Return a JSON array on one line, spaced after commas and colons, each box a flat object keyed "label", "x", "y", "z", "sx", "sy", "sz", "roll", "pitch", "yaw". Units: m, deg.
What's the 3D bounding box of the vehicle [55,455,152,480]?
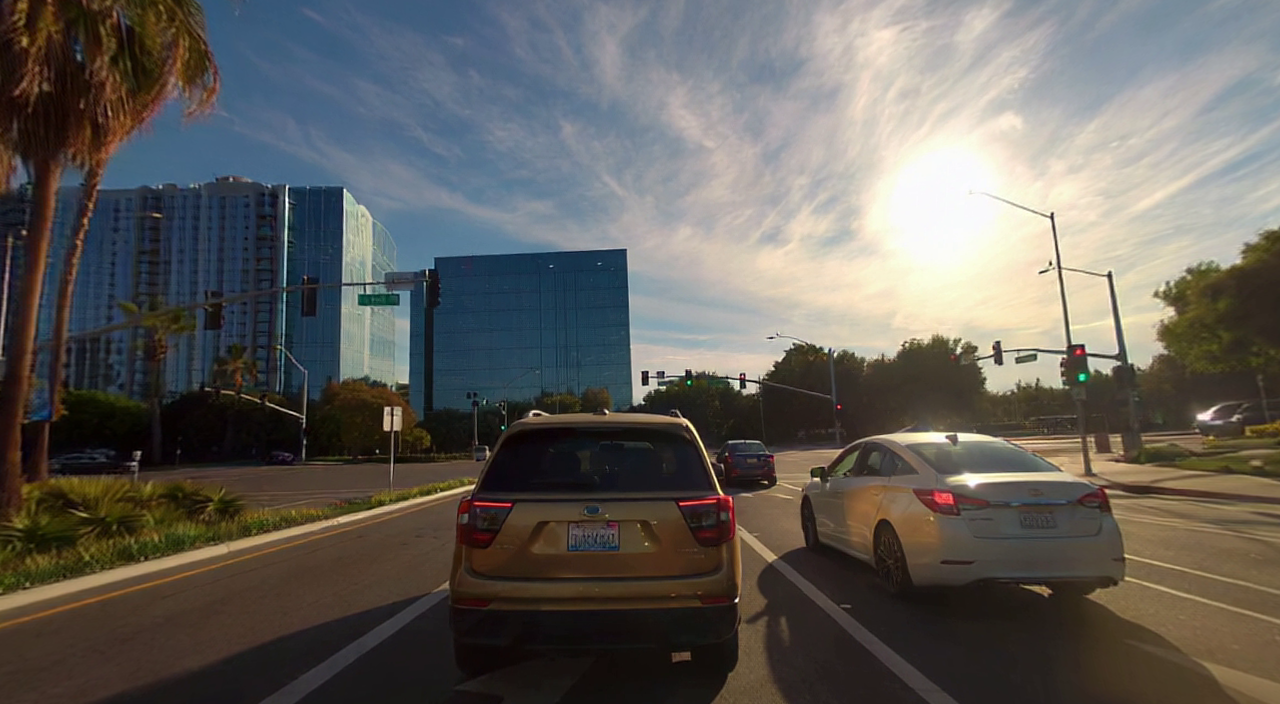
[{"label": "vehicle", "x": -40.222, "y": 8.628, "z": 47.119, "sx": 5.347, "sy": 1.785, "sz": 2.123, "roll": 0, "pitch": -8, "yaw": 2}]

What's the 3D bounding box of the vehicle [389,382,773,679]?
[{"label": "vehicle", "x": -0.336, "y": 1.317, "z": 5.688, "sx": 2.172, "sy": 1.694, "sz": 4.055, "roll": 0, "pitch": -8, "yaw": 0}]

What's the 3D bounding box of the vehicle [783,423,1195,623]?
[{"label": "vehicle", "x": 3.113, "y": 1.609, "z": 6.972, "sx": 1.971, "sy": 1.473, "sz": 4.495, "roll": 0, "pitch": -8, "yaw": 0}]
